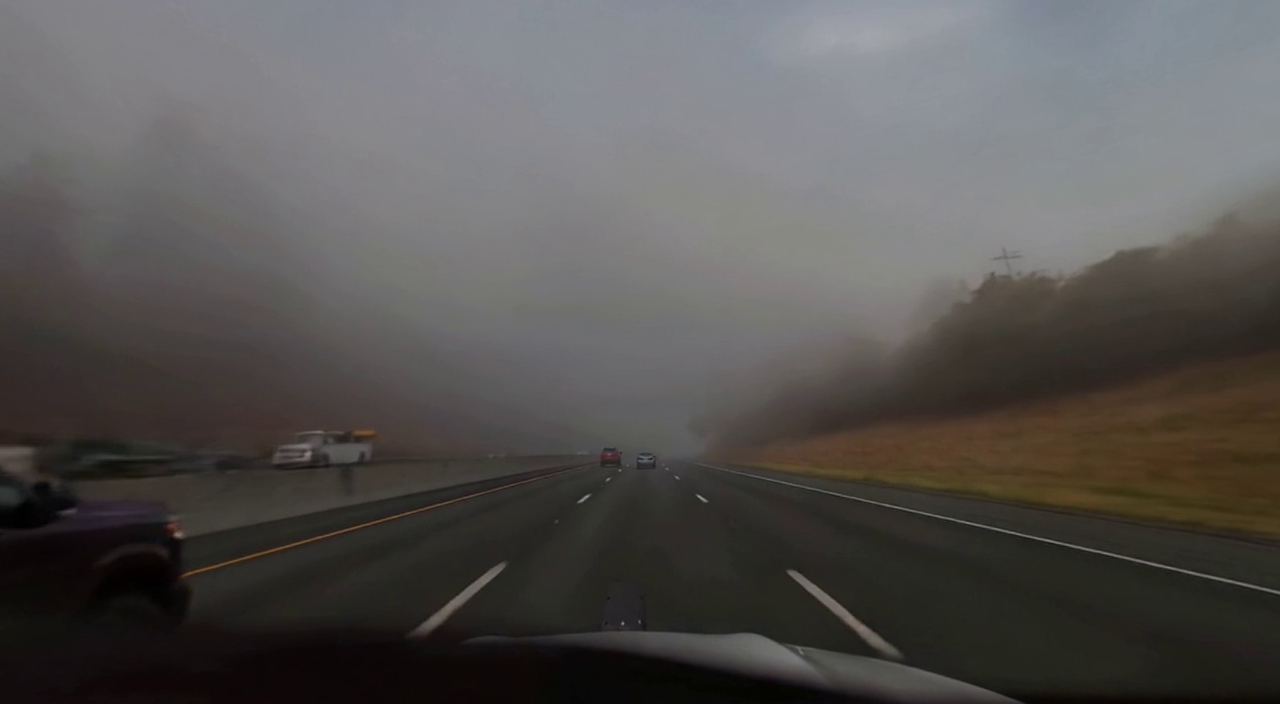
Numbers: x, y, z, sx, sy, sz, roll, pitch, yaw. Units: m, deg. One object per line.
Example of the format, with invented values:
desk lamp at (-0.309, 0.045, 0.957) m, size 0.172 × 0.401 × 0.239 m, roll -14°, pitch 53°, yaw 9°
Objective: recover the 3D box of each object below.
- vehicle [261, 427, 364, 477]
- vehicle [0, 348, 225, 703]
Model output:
vehicle at (-19.593, 6.065, 38.274) m, size 2.287 × 2.698 × 7.092 m, roll 0°, pitch -9°, yaw 1°
vehicle at (-3.351, 0.679, 1.266) m, size 2.043 × 1.689 × 4.314 m, roll 0°, pitch -9°, yaw 0°
